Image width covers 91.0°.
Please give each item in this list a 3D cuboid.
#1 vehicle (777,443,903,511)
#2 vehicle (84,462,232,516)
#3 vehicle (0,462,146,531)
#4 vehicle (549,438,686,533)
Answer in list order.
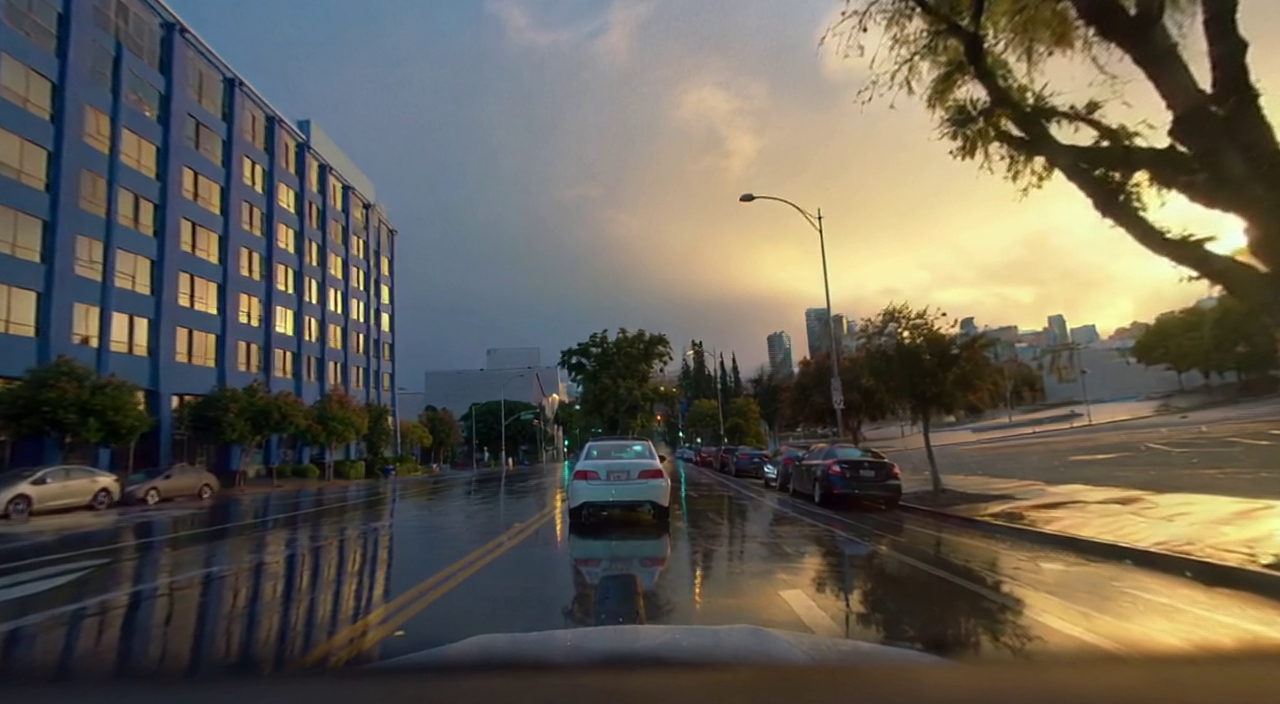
[{"bbox_3d":[4.931,3.110,16.162,1.832,1.491,4.054,1,-9,-1],"label":"vehicle"},{"bbox_3d":[-17.977,5.097,23.832,2.011,1.727,4.449,1,-9,0],"label":"vehicle"},{"bbox_3d":[-17.596,4.173,18.764,1.909,1.658,4.559,0,-9,1],"label":"vehicle"},{"bbox_3d":[-0.369,2.491,12.353,2.230,1.518,4.113,0,-9,0],"label":"vehicle"}]
